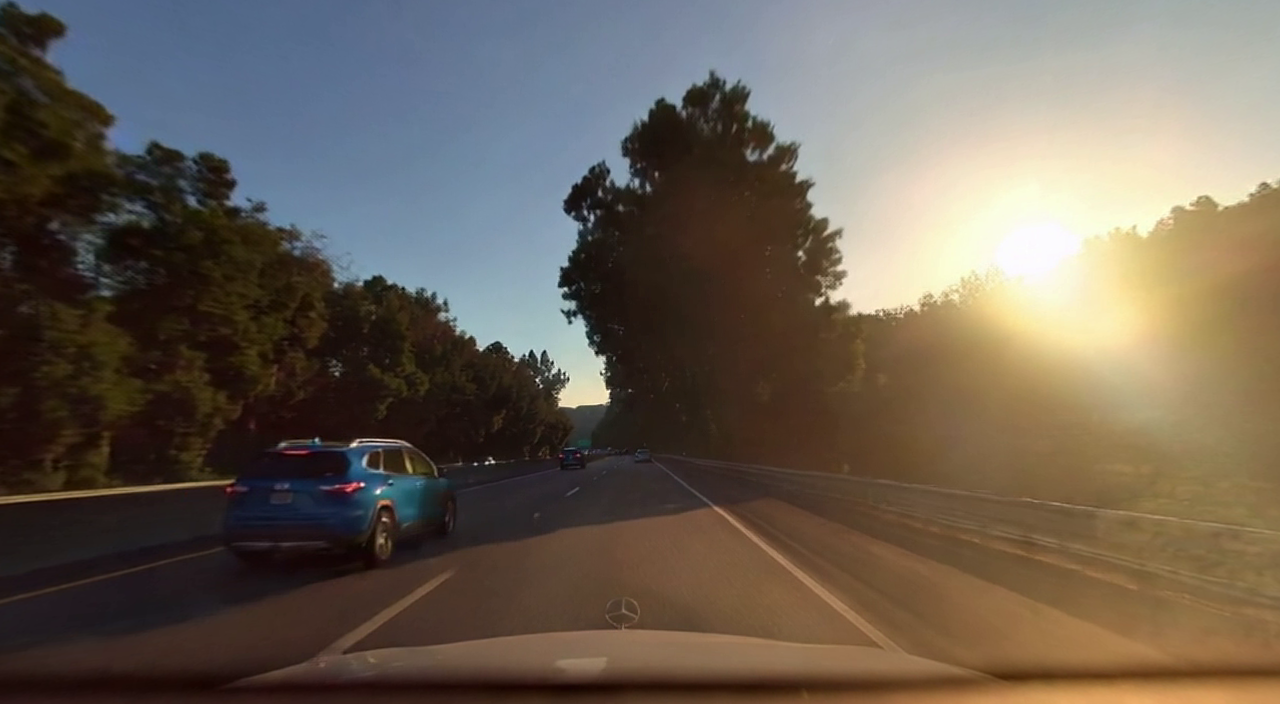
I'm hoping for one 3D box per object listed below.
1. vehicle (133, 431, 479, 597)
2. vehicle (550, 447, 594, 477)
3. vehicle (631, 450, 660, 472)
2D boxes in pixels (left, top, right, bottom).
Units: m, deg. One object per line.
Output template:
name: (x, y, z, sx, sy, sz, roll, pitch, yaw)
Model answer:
vehicle: (-3.644, 1.828, 8.022, 2.034, 1.520, 4.236, 0, -9, 1)
vehicle: (-3.975, 6.496, 37.667, 2.100, 1.667, 4.223, 0, -9, 1)
vehicle: (0.406, 7.985, 46.435, 2.046, 1.452, 4.407, 0, -9, 0)
